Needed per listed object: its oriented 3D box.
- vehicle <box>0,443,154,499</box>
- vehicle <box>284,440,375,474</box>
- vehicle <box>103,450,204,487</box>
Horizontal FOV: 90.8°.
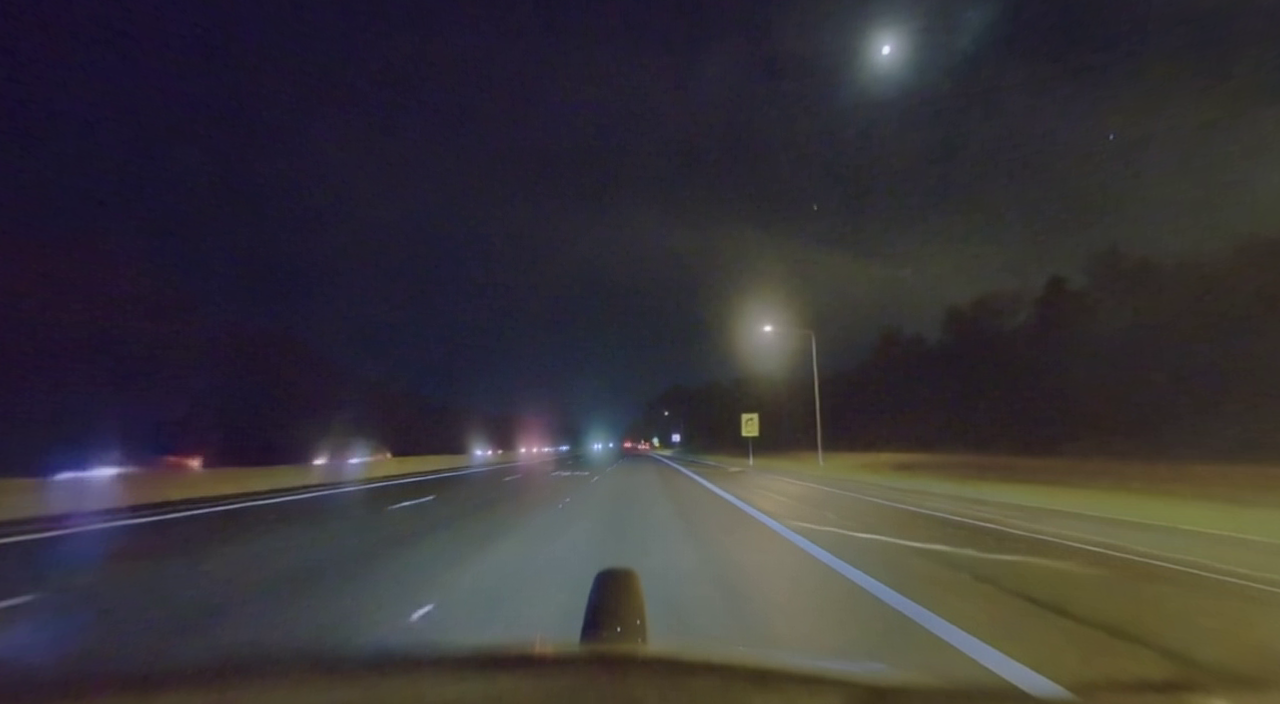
[{"bbox_3d":[-18.586,3.763,20.364,2.163,1.564,4.548,0,-9,-1],"label":"vehicle"},{"bbox_3d":[-14.646,4.995,30.088,1.871,1.473,4.717,0,-9,1],"label":"vehicle"},{"bbox_3d":[-18.734,4.464,24.439,1.713,1.339,2.712,0,-9,0],"label":"vehicle"}]
